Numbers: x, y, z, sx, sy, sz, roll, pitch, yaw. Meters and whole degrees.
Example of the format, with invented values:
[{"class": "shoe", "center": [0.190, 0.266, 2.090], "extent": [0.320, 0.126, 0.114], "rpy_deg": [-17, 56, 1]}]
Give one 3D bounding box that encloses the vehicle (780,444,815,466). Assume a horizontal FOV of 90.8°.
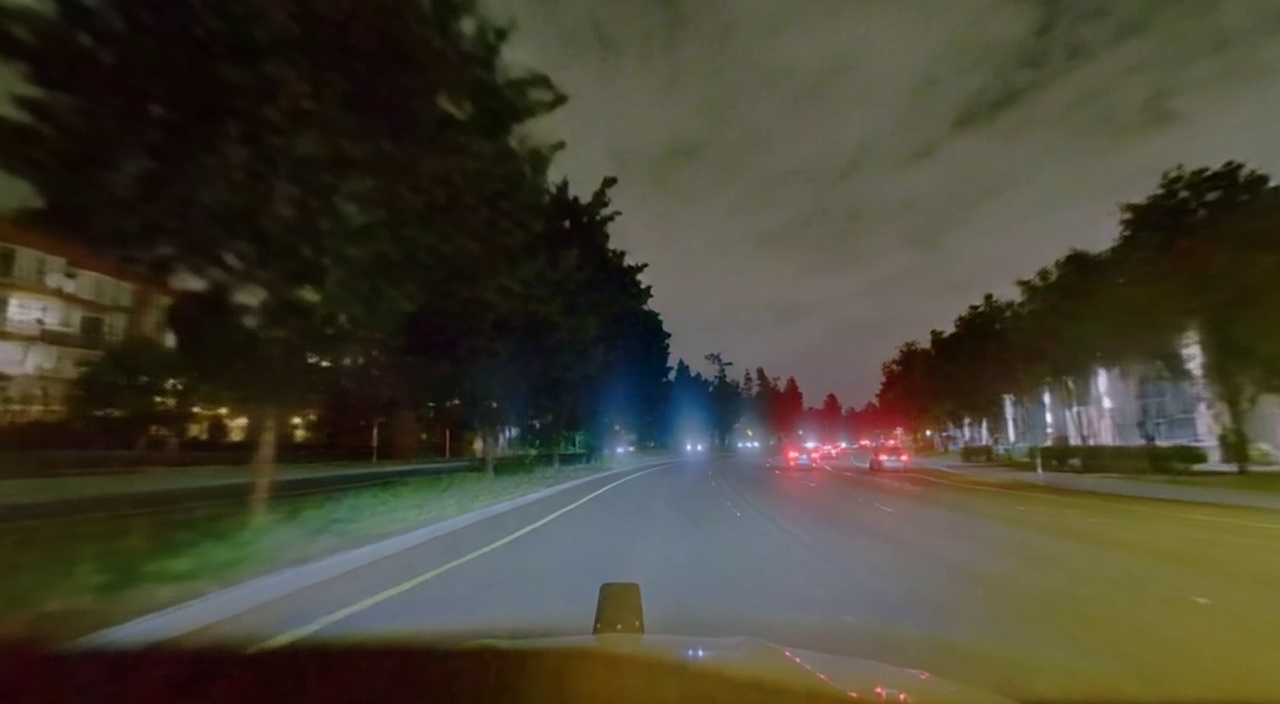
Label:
[{"class": "vehicle", "center": [11.073, 7.270, 44.610], "extent": [1.988, 1.460, 3.996], "rpy_deg": [-1, -9, 9]}]
